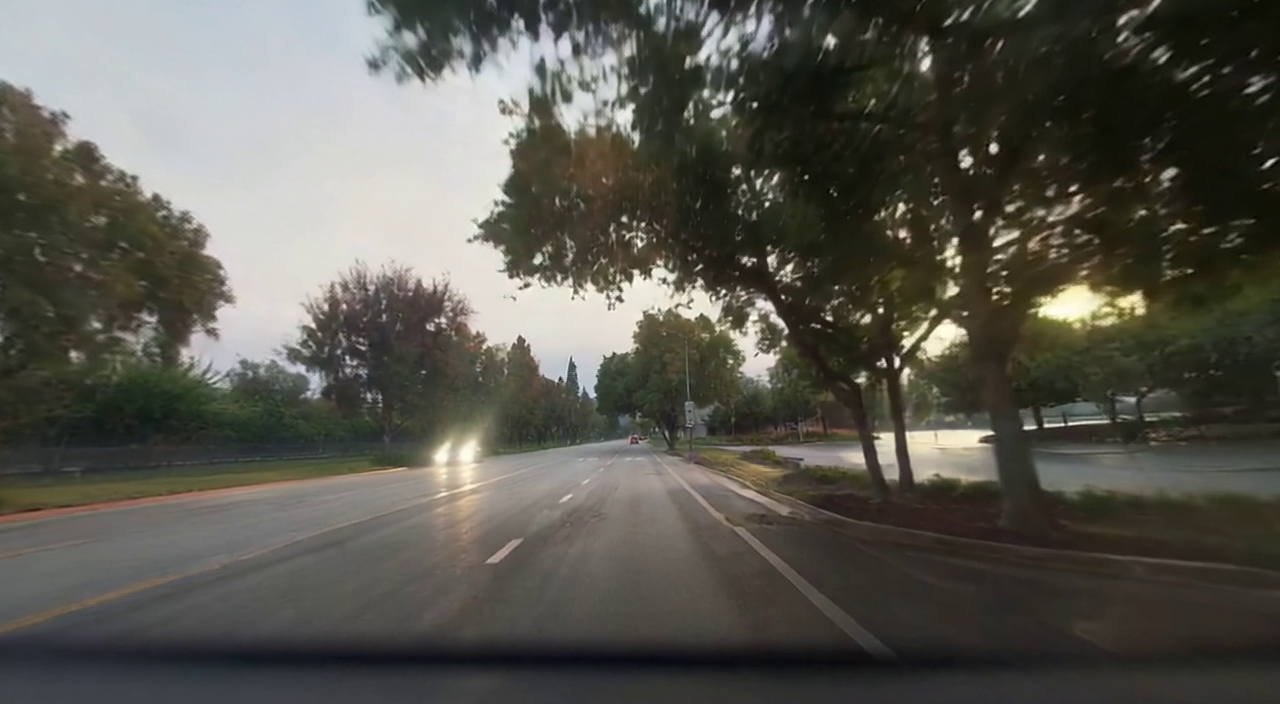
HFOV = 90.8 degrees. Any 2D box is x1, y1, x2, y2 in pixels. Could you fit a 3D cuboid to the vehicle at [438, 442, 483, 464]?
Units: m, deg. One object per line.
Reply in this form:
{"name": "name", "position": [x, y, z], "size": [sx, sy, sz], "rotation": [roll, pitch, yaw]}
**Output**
{"name": "vehicle", "position": [-13.395, 7.548, 47.498], "size": [2.078, 1.573, 4.533], "rotation": [0, -8, 0]}
